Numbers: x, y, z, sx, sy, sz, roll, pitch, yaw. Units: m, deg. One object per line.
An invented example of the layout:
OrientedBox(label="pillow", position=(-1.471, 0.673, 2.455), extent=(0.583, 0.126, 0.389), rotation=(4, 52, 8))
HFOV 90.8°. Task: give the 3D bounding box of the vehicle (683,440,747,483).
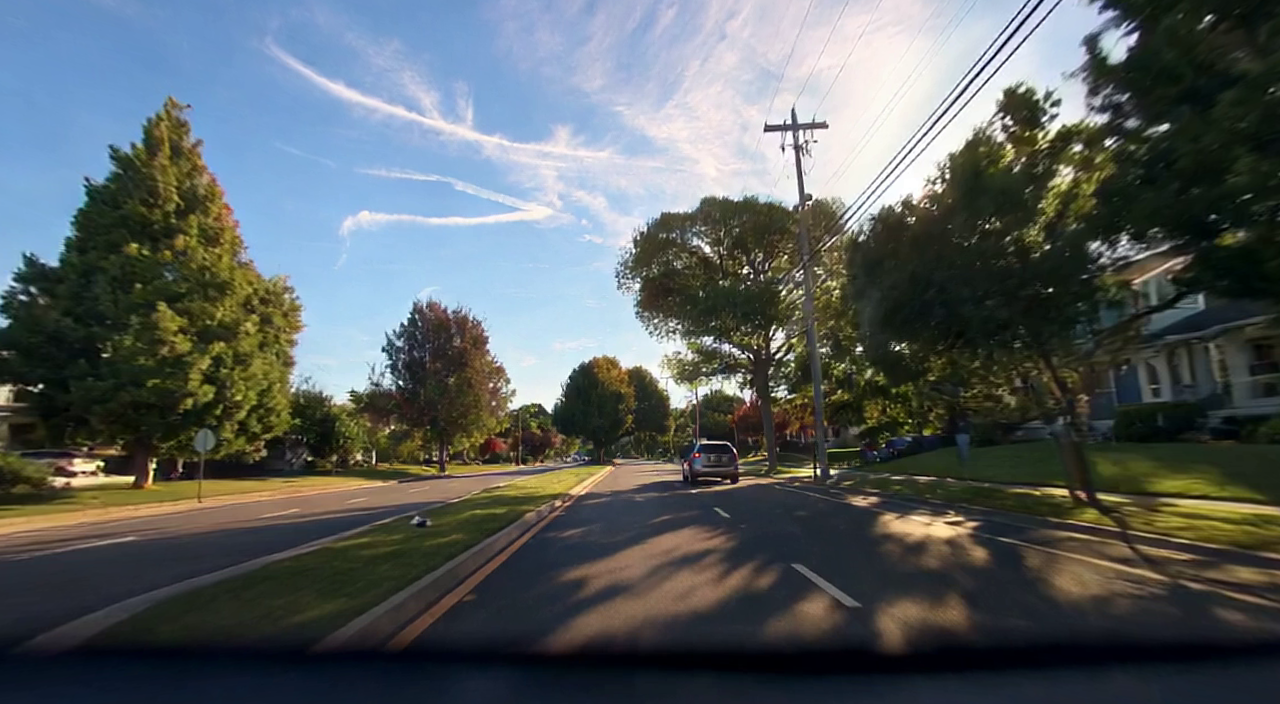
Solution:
OrientedBox(label="vehicle", position=(3.333, 4.990, 29.106), extent=(2.193, 1.777, 4.772), rotation=(0, -9, -2))
